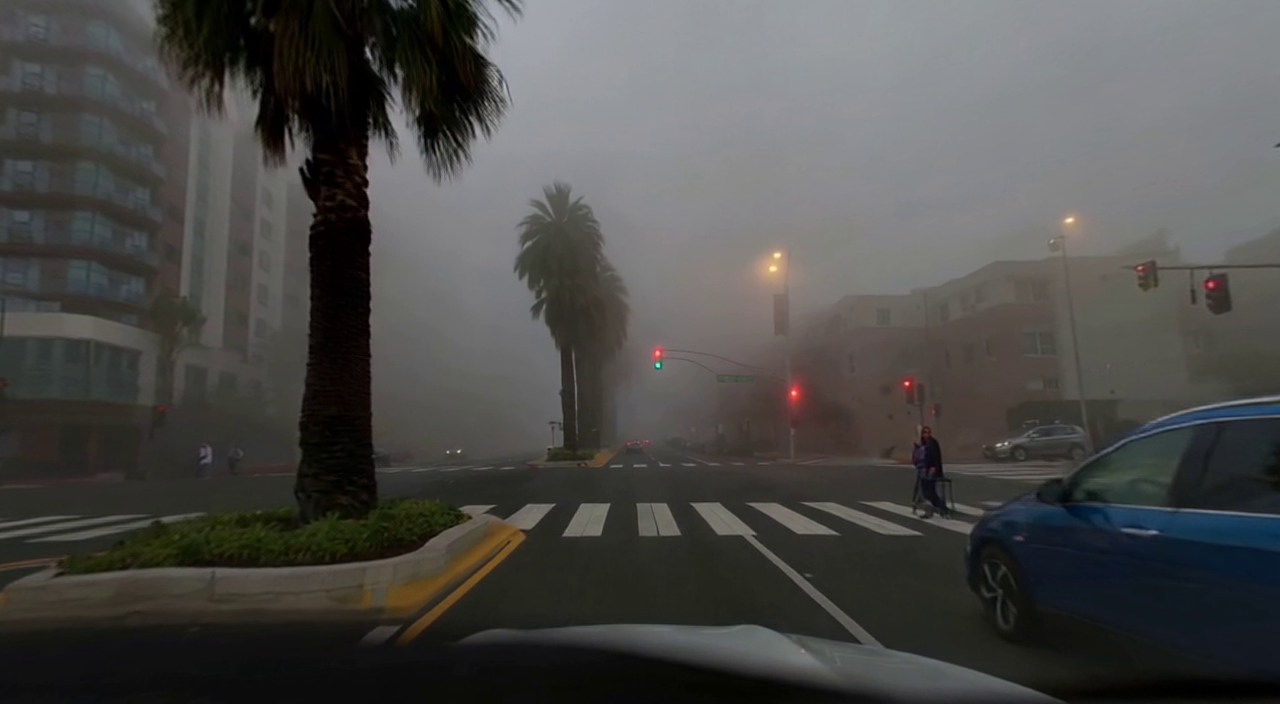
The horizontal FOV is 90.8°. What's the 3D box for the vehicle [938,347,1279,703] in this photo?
[{"bbox_3d":[3.343,0.861,2.676,2.060,1.631,4.169,0,-8,-1],"label":"vehicle"}]
